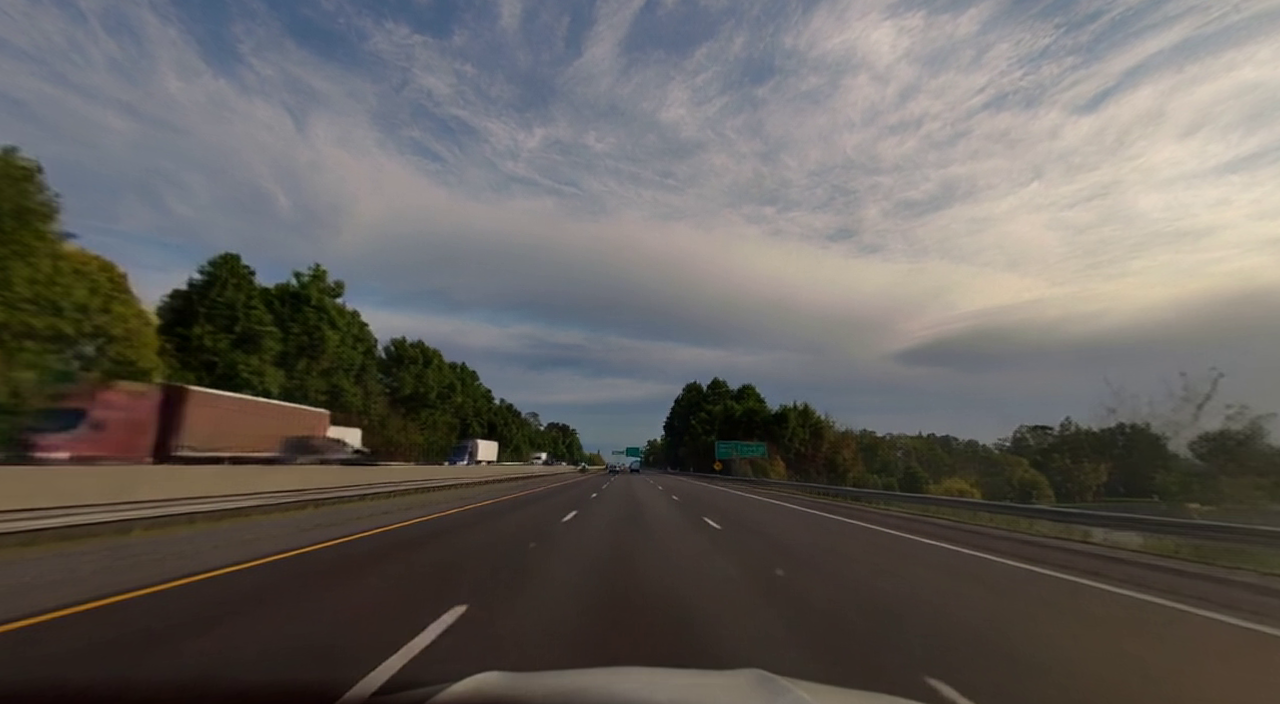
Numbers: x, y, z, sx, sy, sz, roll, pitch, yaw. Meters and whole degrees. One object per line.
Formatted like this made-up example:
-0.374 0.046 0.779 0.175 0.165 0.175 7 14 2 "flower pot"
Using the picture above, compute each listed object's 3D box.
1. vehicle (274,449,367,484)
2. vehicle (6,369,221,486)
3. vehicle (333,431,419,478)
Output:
-15.745 5.686 31.353 2.209 1.568 4.655 1 -10 -1 "vehicle"
-19.935 3.099 24.508 3.015 3.967 5.813 1 -10 -1 "vehicle"
-15.914 6.319 38.449 2.531 2.623 6.001 1 -10 0 "vehicle"
